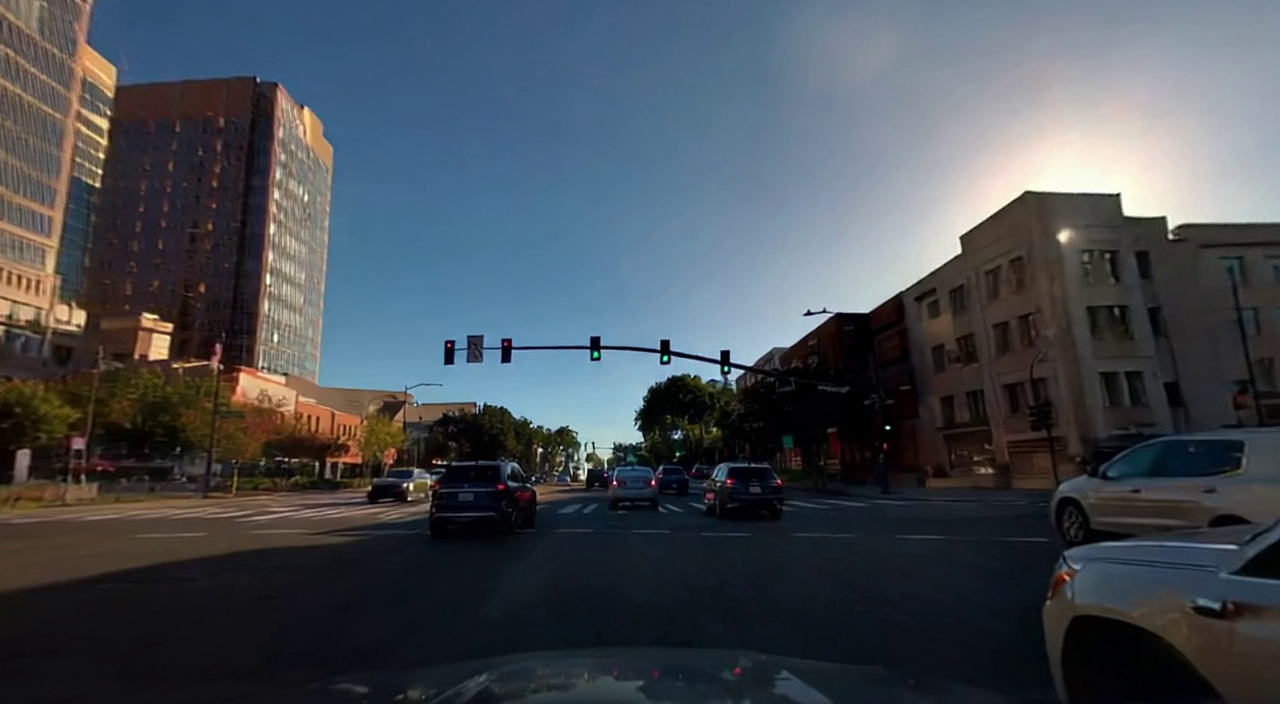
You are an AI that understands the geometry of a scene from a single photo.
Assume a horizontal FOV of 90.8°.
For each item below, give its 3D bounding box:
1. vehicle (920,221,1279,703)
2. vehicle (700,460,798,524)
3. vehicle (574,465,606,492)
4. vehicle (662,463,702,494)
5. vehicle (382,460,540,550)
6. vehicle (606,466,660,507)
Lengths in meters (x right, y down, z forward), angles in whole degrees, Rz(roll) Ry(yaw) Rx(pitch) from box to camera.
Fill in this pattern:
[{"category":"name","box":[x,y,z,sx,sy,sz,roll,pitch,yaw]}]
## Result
[{"category":"vehicle","box":[2.735,0.497,0.974,2.153,1.853,5.235,0,-8,0]},{"category":"vehicle","box":[3.188,4.206,19.574,1.996,1.566,4.917,0,-8,-2]},{"category":"vehicle","box":[-3.691,9.476,47.540,2.033,1.714,4.278,0,-8,0]},{"category":"vehicle","box":[2.647,8.119,40.805,2.138,1.778,4.422,0,-8,-2]},{"category":"vehicle","box":[-3.542,3.118,13.532,2.045,1.463,4.490,0,-8,0]},{"category":"vehicle","box":[-0.304,5.634,26.785,2.098,1.461,3.958,0,-8,-1]}]
